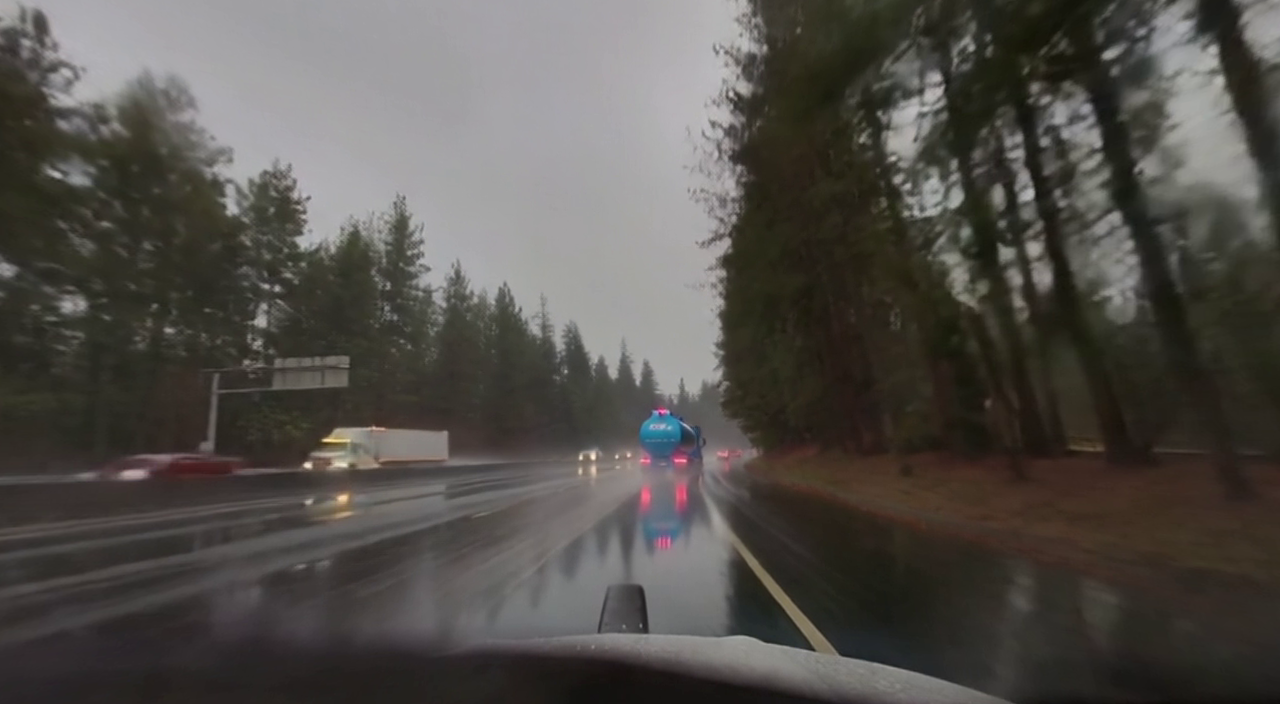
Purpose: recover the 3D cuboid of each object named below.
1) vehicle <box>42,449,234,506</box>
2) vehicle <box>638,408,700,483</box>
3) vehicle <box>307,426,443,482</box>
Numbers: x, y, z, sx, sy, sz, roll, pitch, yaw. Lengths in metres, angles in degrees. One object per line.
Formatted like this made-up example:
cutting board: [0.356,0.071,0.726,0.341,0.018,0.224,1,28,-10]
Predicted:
vehicle: [-14.831,3.684,19.031,1.877,1.487,4.396,-1,-9,6]
vehicle: [2.078,5.744,38.835,2.907,3.747,13.318,-1,-8,6]
vehicle: [-16.549,6.509,40.687,2.850,3.134,10.723,-2,-9,8]
